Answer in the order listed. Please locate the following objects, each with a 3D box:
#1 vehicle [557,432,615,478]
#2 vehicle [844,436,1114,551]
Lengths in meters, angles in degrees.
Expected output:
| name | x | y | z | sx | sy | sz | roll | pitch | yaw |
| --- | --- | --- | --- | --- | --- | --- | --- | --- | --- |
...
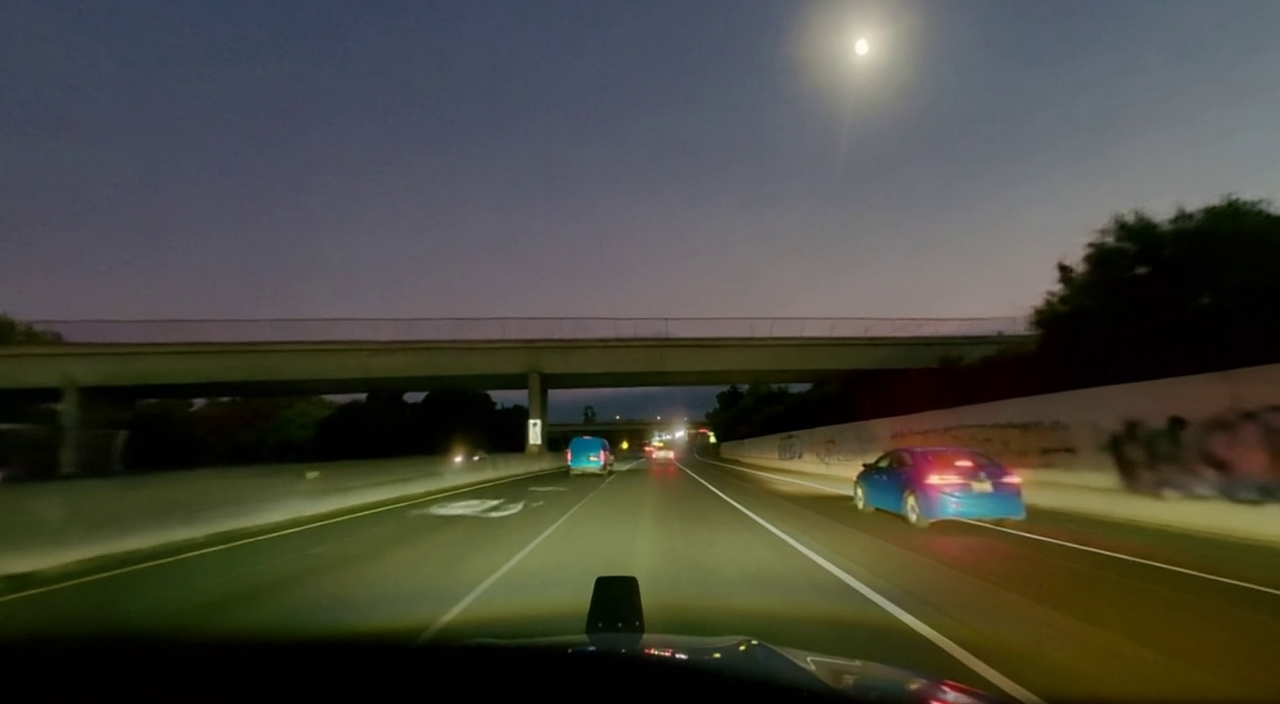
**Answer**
| name | x | y | z | sx | sy | sz | roll | pitch | yaw |
| --- | --- | --- | --- | --- | --- | --- | --- | --- | --- |
| vehicle | -2.513 | 5.014 | 30.889 | 2.310 | 2.030 | 5.094 | 0 | -9 | 1 |
| vehicle | 5.230 | 2.212 | 10.681 | 1.972 | 1.492 | 4.623 | 0 | -9 | 0 |
